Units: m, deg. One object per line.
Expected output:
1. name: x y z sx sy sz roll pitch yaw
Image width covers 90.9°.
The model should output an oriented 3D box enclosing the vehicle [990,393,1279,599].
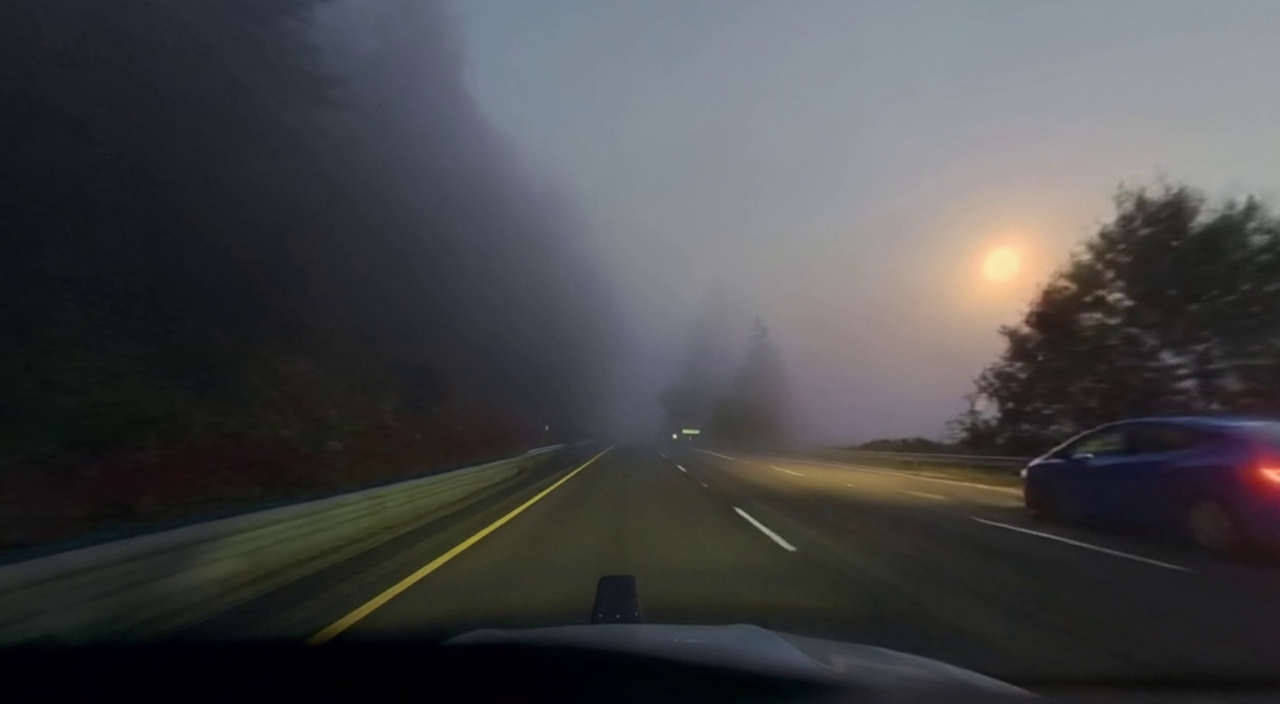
1. vehicle: 6.399 1.411 6.803 2.273 1.698 4.863 0 -8 -2
